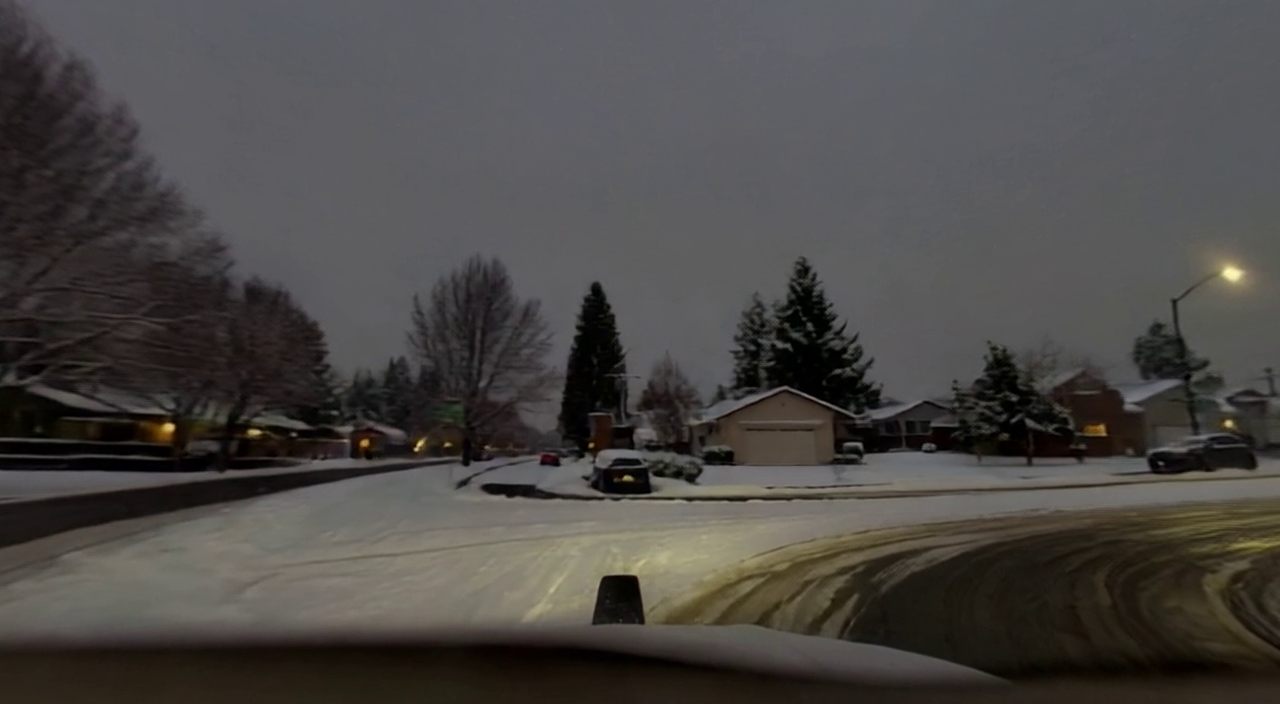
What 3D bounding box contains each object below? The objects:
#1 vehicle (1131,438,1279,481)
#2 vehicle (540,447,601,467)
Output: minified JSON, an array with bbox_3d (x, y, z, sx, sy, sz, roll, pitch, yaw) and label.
[{"bbox_3d":[22.661,4.239,25.112,4.750,1.559,1.928,-6,-11,35],"label":"vehicle"},{"bbox_3d":[-5.403,8.193,49.395,4.585,1.457,1.899,1,-9,-6],"label":"vehicle"}]
